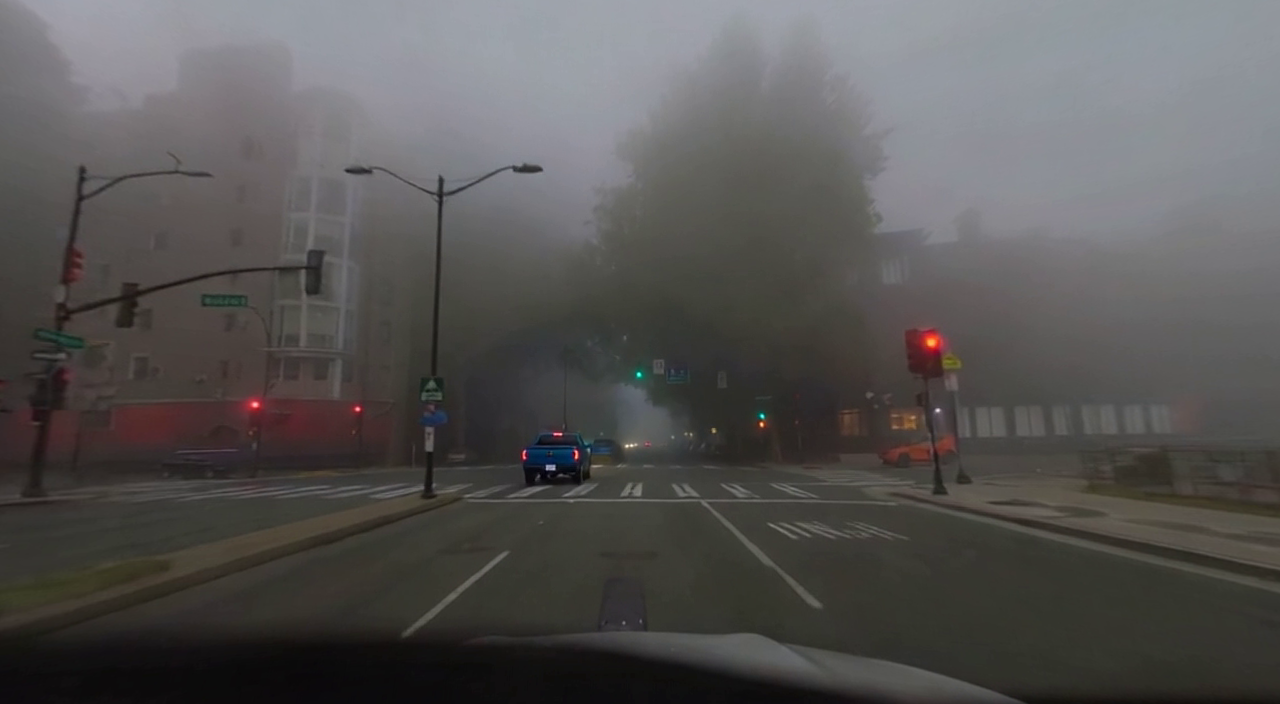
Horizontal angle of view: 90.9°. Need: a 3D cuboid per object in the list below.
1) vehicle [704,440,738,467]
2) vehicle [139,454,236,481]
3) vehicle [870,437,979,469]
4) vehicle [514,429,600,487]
[{"bbox_3d":[6.015,7.564,47.167,2.001,1.861,4.536,0,-9,1],"label":"vehicle"},{"bbox_3d":[-24.403,6.218,34.086,3.897,1.388,1.671,0,-8,-1],"label":"vehicle"},{"bbox_3d":[13.990,4.997,31.210,4.447,1.484,1.928,0,-9,2],"label":"vehicle"},{"bbox_3d":[-2.727,3.677,22.187,2.197,1.786,5.365,0,-9,1],"label":"vehicle"}]
